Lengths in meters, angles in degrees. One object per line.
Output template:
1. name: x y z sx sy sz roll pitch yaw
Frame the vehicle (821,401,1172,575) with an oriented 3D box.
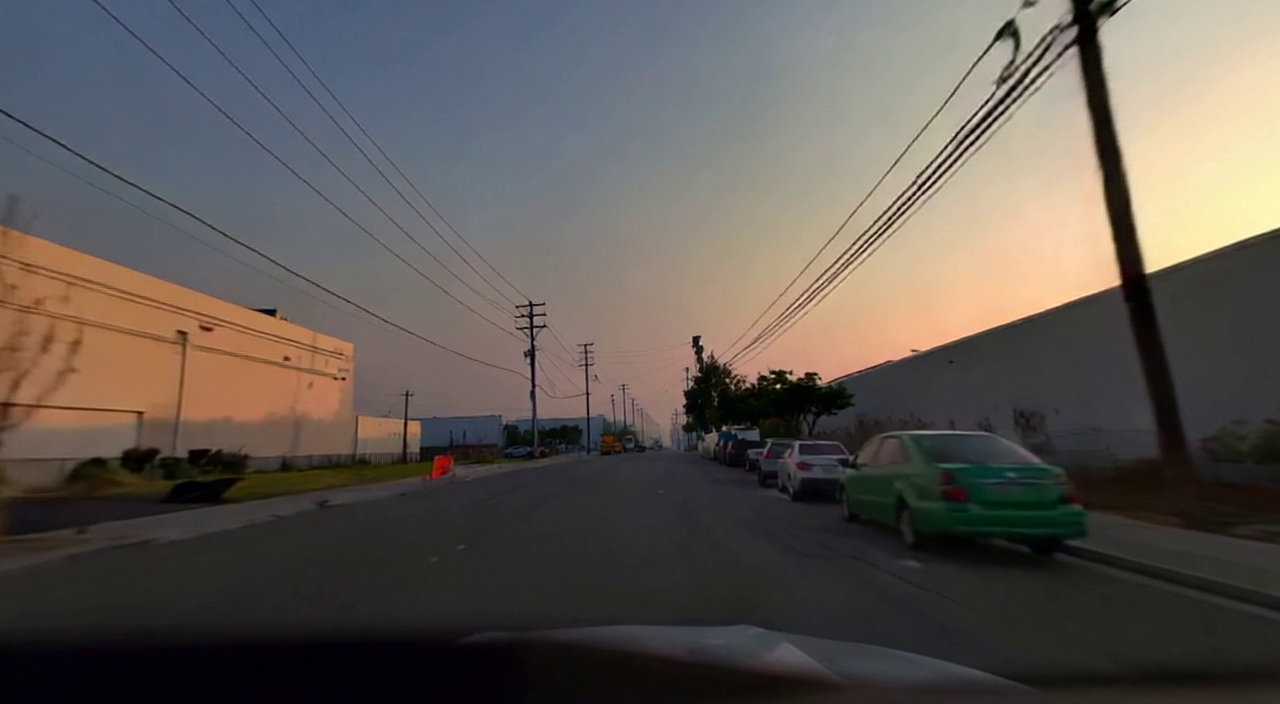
1. vehicle: 4.450 1.820 9.276 2.009 1.776 5.440 0 -9 1
